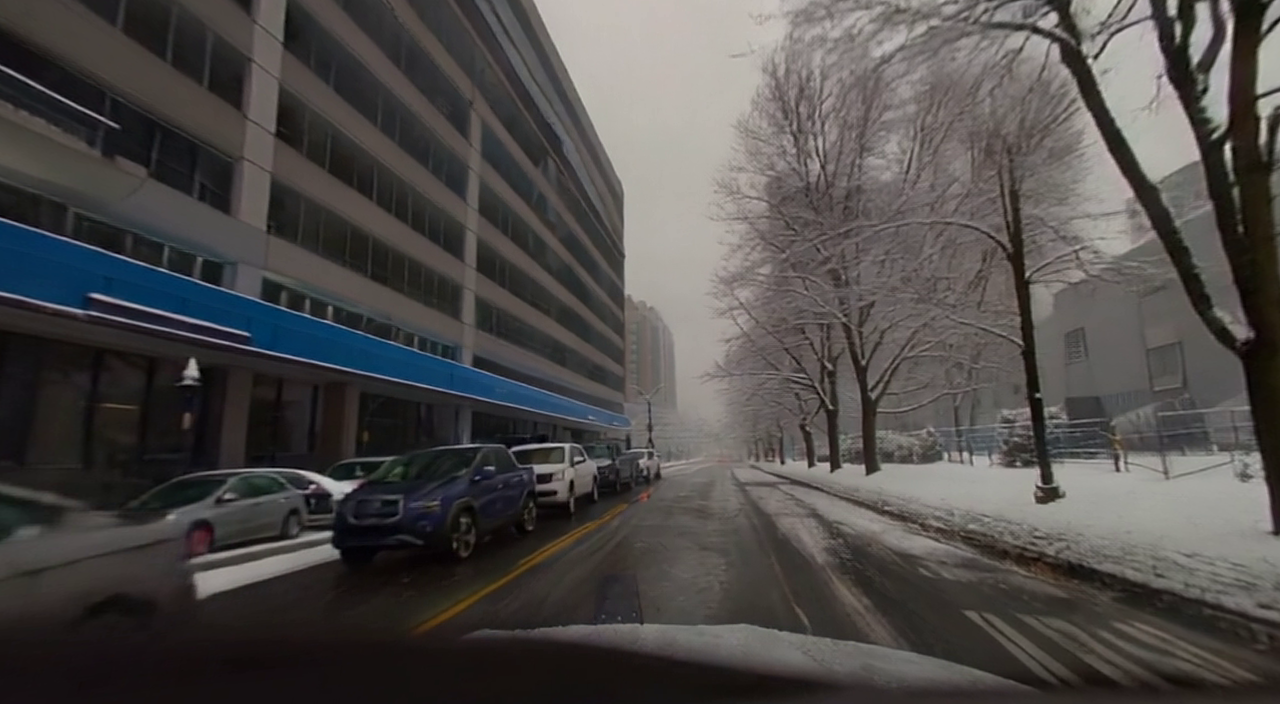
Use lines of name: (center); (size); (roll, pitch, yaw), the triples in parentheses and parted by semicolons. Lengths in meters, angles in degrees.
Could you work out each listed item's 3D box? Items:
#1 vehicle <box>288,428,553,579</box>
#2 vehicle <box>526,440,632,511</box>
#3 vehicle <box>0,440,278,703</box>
vehicle: (-3.057, 2.229, 10.144); (2.173, 1.814, 4.573); (-1, -9, 7)
vehicle: (-1.666, 3.641, 19.136); (2.225, 1.848, 4.472); (-1, -9, 8)
vehicle: (-3.973, 1.092, 2.235); (2.017, 1.558, 4.888); (-1, -9, 8)
